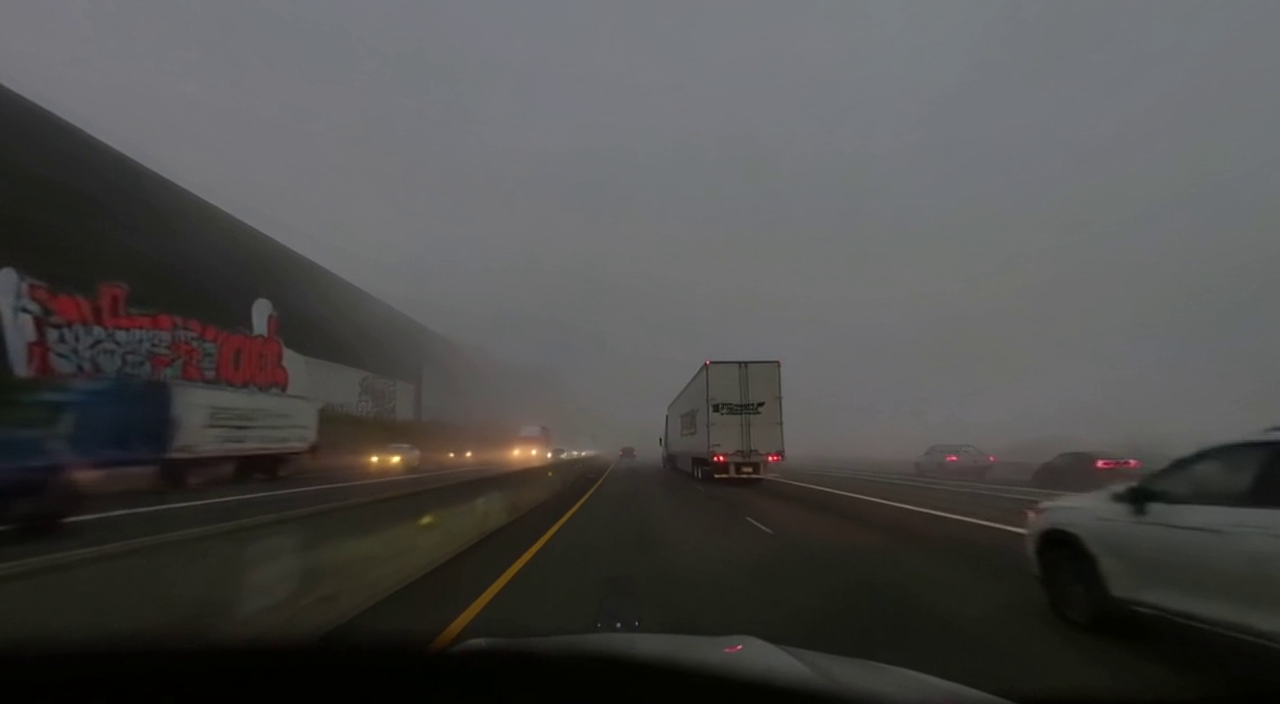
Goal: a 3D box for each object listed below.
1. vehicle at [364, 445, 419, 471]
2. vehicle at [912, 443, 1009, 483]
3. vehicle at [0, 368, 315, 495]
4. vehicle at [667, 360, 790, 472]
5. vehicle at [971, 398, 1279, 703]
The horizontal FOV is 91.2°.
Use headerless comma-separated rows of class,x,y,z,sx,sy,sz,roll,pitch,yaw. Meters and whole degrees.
vehicle,-15.433,6.565,39.103,1.872,1.510,3.919,0,-9,-1
vehicle,14.619,5.065,28.918,2.107,1.648,4.324,0,-9,-1
vehicle,-16.300,2.993,22.603,3.471,3.416,11.022,1,-9,-2
vehicle,3.788,3.841,33.131,3.317,4.314,17.803,0,-9,-2
vehicle,4.059,1.080,3.369,2.085,1.588,4.436,0,-9,0
